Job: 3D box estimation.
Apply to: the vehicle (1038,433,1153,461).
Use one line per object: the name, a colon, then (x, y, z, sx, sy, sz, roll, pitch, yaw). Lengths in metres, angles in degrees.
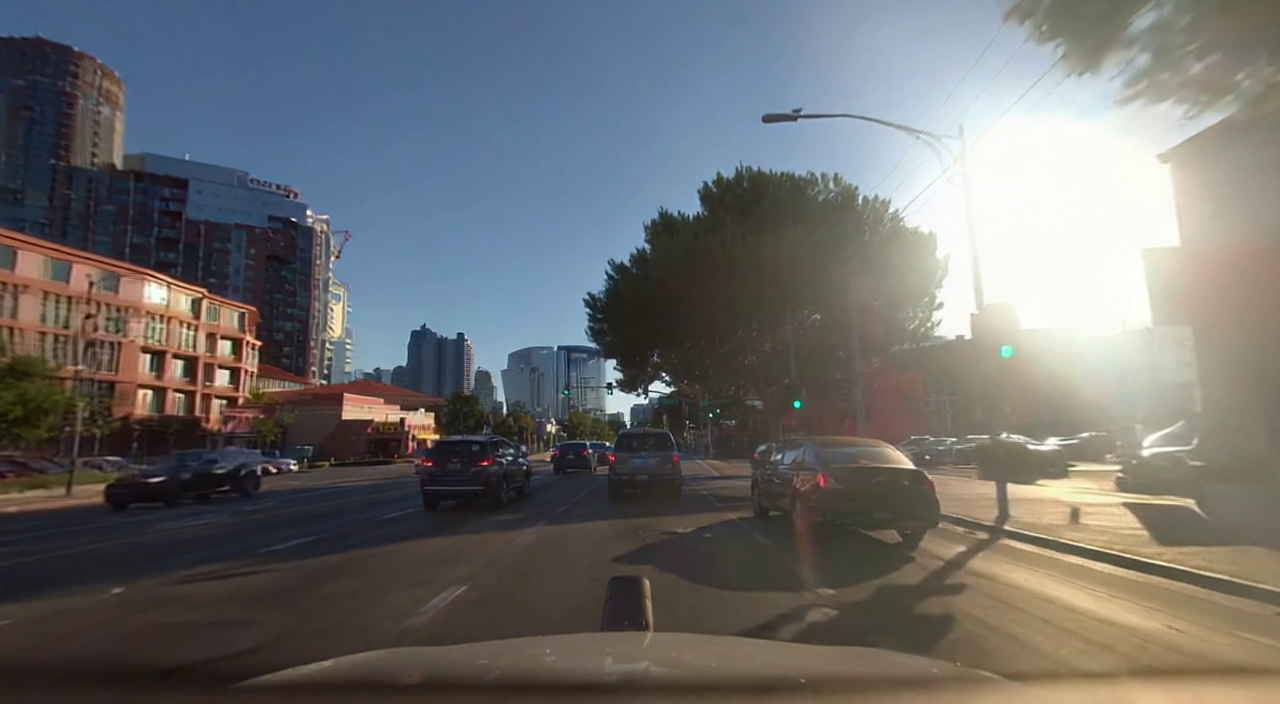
vehicle: (25.358, 5.315, 35.255, 4.736, 1.526, 1.878, -1, -8, 9)

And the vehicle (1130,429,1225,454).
vehicle: (37.334, 6.237, 43.889, 4.409, 1.696, 2.180, -2, -9, 13)

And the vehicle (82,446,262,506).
vehicle: (-14.853, 3.916, 20.475, 2.099, 1.696, 4.746, 0, -8, 1)

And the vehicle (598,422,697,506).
vehicle: (0.194, 2.671, 15.400, 2.075, 1.770, 4.018, 0, -8, 1)

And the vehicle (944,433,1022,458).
vehicle: (23.416, 6.411, 43.154, 4.236, 1.617, 1.832, -1, -9, 9)

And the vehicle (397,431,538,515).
vehicle: (-3.669, 2.657, 14.321, 1.886, 1.599, 4.247, 0, -8, 2)

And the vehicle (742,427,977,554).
vehicle: (2.968, 1.980, 9.733, 2.030, 1.492, 4.383, 0, -8, 0)

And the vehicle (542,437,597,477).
vehicle: (-3.089, 4.694, 28.303, 1.894, 1.642, 3.861, 0, -8, 2)
